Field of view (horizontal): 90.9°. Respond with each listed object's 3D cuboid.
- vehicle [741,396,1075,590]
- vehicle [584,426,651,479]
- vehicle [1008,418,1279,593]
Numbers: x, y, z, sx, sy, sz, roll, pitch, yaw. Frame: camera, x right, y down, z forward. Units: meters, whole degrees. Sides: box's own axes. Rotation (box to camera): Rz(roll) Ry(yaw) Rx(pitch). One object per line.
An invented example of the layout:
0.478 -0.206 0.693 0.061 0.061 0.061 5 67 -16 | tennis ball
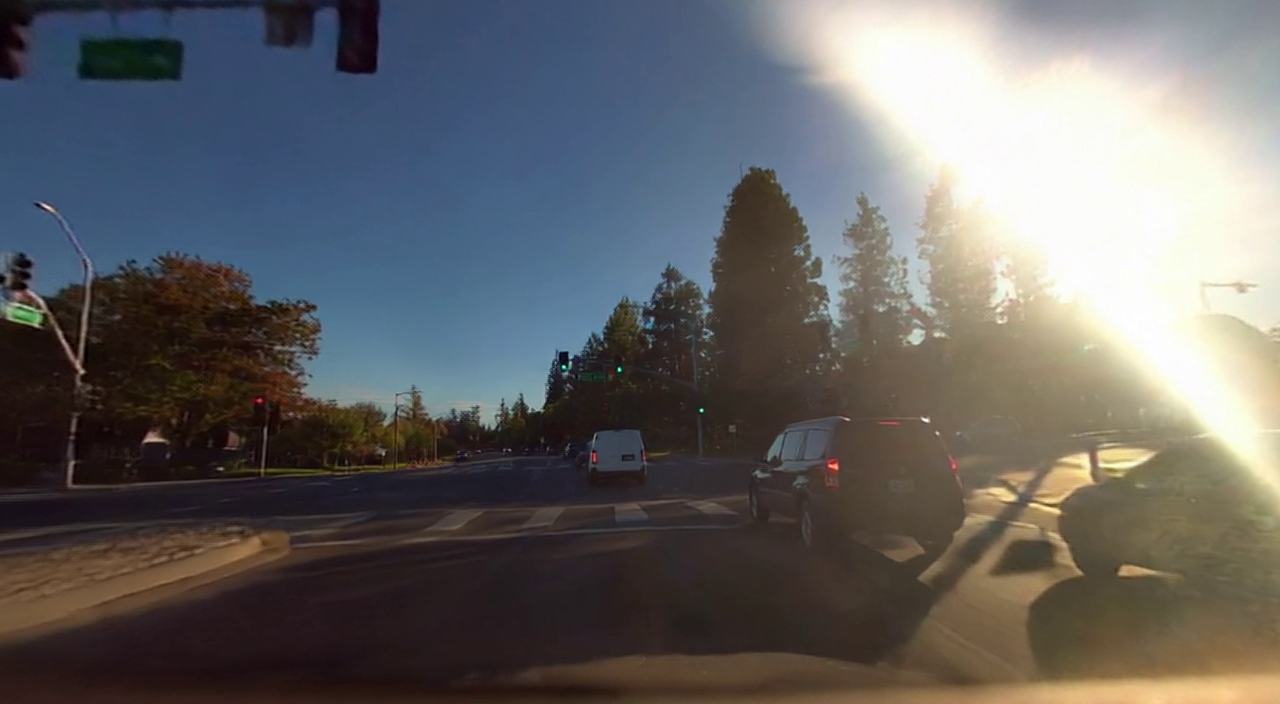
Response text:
2.753 1.575 7.942 2.024 1.686 4.588 0 -8 -2 | vehicle
-0.981 3.822 24.213 2.185 1.822 4.583 0 -8 -6 | vehicle
6.512 1.507 6.792 2.124 1.474 4.880 0 -8 0 | vehicle
